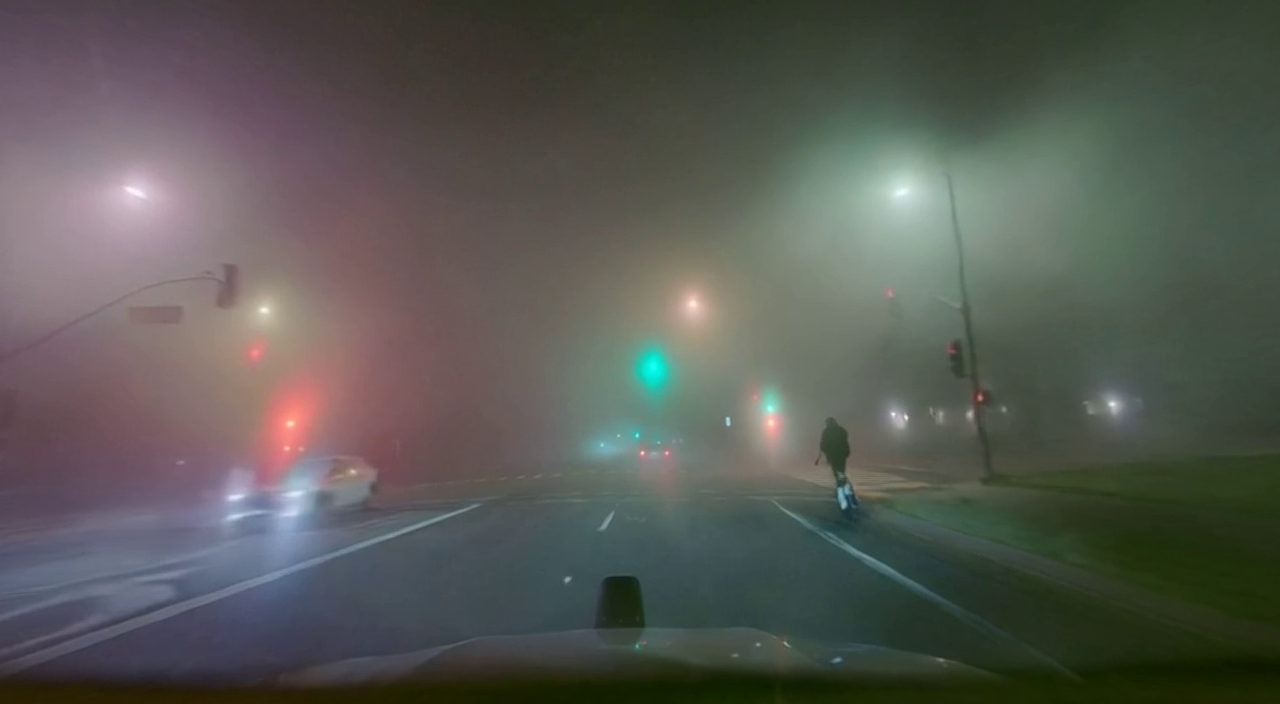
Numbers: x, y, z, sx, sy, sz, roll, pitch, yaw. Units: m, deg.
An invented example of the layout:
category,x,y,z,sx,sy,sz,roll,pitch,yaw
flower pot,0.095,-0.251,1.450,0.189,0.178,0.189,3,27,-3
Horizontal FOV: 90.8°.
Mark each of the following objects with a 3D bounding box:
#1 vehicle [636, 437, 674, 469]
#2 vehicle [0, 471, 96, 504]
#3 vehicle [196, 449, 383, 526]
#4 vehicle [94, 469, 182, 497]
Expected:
category,x,y,z,sx,sy,sz,roll,pitch,yaw
vehicle,0.967,6.186,38.775,2.215,1.799,4.426,-1,-8,2
vehicle,-38.384,8.686,40.807,1.881,1.743,4.662,-1,-8,8
vehicle,-8.448,3.261,15.813,2.036,1.593,4.367,-1,-8,2
vehicle,-31.740,8.292,40.106,1.816,1.475,4.497,0,-8,1
